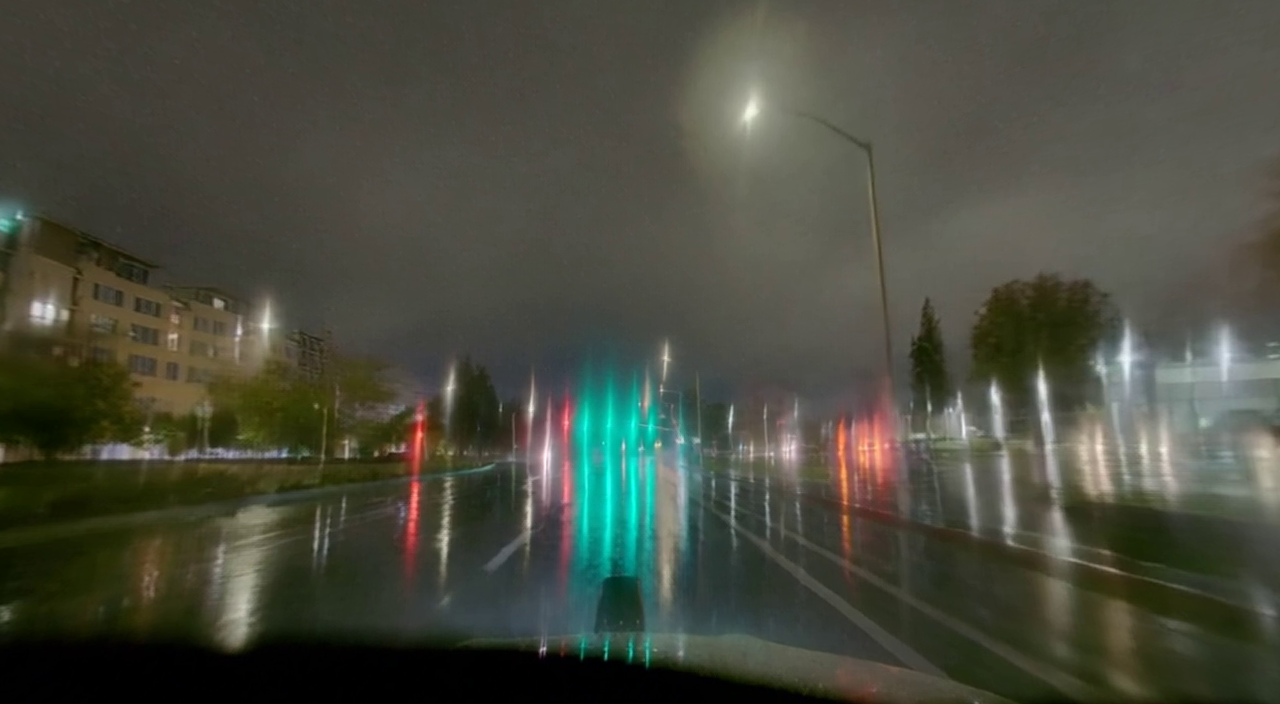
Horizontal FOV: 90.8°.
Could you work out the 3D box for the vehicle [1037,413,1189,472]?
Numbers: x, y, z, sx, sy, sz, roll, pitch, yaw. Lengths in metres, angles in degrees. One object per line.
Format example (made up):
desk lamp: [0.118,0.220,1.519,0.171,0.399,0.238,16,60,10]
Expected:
vehicle: [27.988,5.313,37.457,7.548,3.111,2.756,0,-8,-14]
